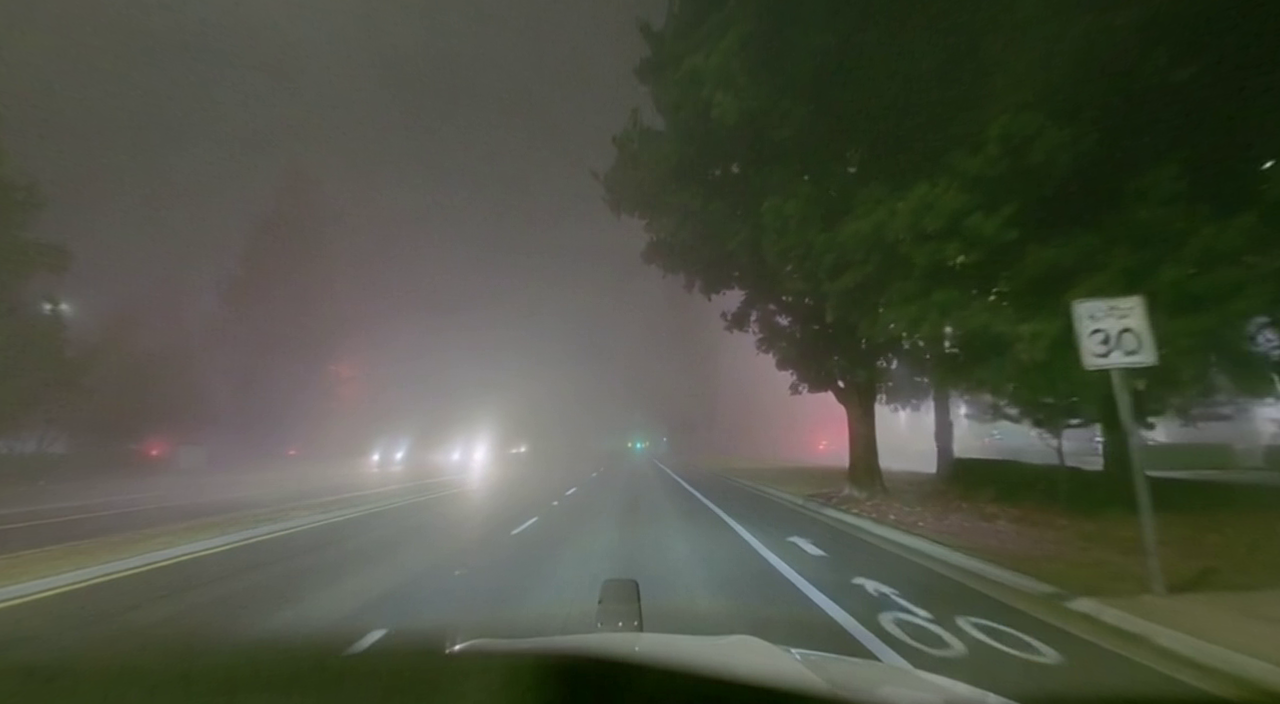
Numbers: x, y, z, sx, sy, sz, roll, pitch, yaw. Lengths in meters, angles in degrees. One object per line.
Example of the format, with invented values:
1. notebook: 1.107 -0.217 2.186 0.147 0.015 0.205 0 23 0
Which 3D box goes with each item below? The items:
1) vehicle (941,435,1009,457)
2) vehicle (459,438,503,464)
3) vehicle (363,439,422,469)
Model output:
1. vehicle: 25.178 7.053 47.382 3.936 1.595 2.040 0 -8 0
2. vehicle: -12.003 7.499 47.828 2.146 1.847 4.437 0 -9 1
3. vehicle: -15.375 6.340 39.327 1.938 1.775 4.137 0 -9 0
